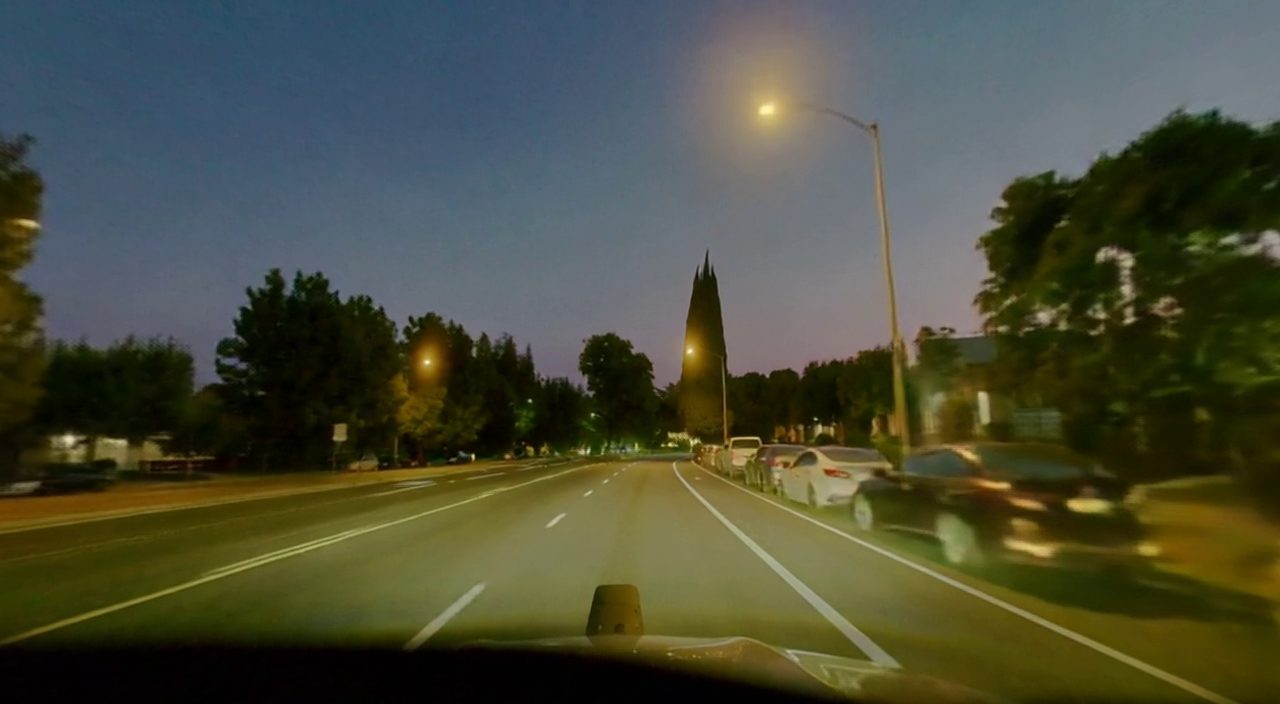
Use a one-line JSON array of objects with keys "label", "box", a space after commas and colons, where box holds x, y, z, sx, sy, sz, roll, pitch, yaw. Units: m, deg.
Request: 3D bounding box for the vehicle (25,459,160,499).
[{"label": "vehicle", "box": [-23.558, 5.449, 27.464, 1.805, 1.446, 4.556, 0, -9, -1]}]

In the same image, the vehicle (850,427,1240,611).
[{"label": "vehicle", "box": [4.302, 1.746, 7.780, 1.869, 1.523, 4.306, -2, -7, -1]}]
